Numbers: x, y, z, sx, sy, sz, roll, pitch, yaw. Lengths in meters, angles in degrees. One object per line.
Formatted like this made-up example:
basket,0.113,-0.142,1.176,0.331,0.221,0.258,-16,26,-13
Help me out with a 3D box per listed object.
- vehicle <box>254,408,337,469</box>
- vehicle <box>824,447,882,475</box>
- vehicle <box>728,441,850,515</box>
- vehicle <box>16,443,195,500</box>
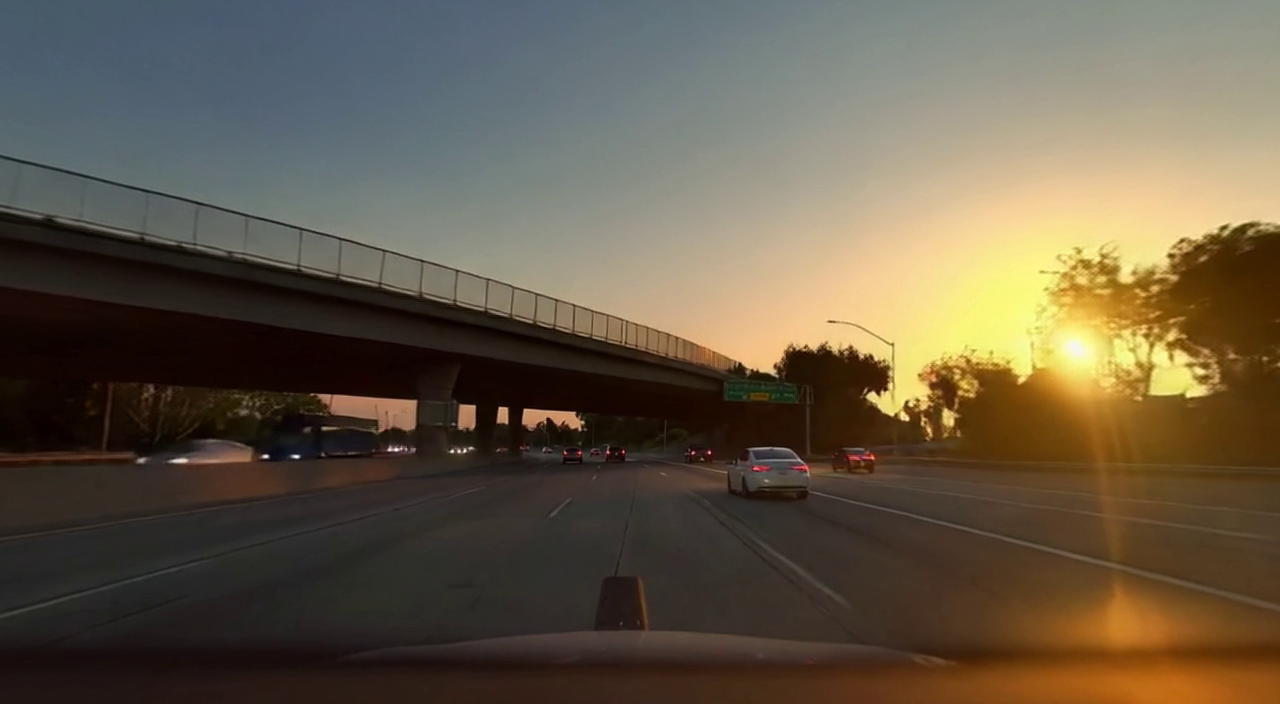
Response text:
vehicle,-24.979,6.427,46.058,2.931,4.092,6.128,1,-10,-6
vehicle,12.434,6.366,36.997,1.878,1.486,4.636,0,-9,1
vehicle,3.461,2.993,15.439,1.975,1.562,3.823,0,-9,-1
vehicle,-16.432,3.667,19.719,1.861,1.545,4.299,0,-9,-1
